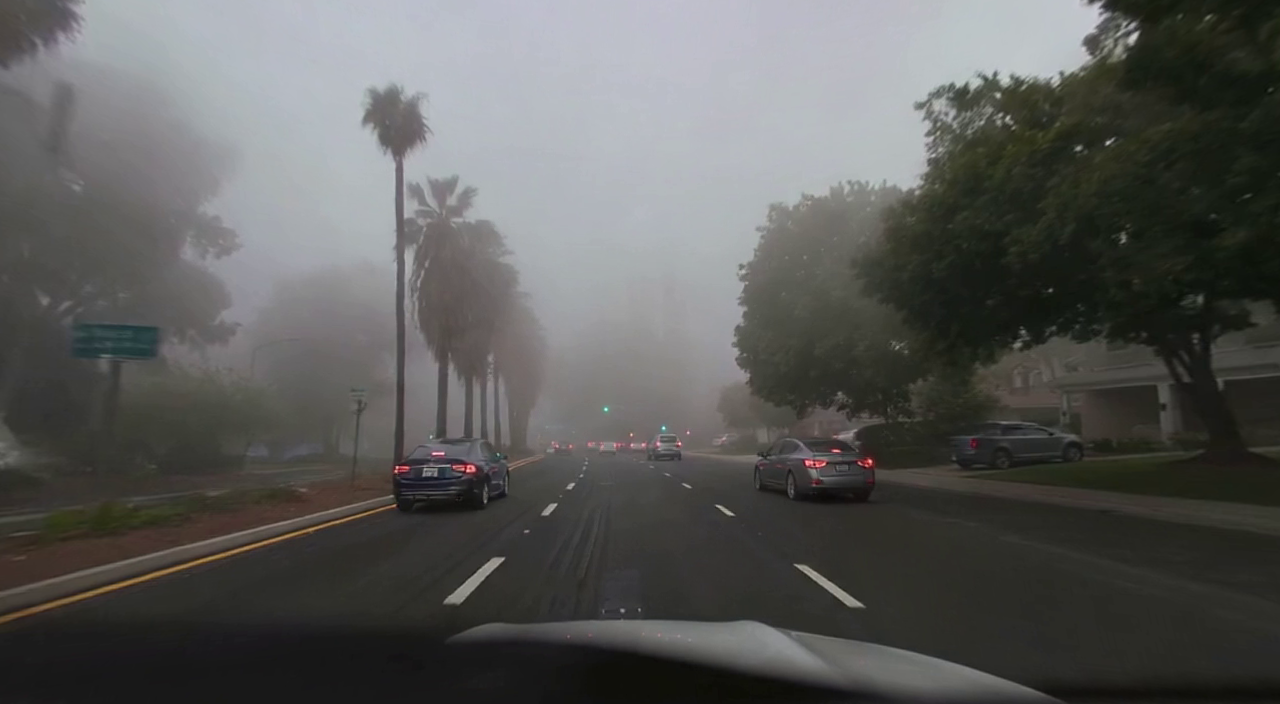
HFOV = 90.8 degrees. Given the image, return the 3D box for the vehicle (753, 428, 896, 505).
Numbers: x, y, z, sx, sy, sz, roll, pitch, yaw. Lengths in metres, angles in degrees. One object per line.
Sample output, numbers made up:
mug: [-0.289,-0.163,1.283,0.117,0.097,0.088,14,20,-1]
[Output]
vehicle: [3.980,2.541,14.442,1.870,1.491,4.009,0,-8,-3]

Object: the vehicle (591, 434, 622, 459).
vehicle: [-2.652,7.321,48.975,2.164,1.867,4.254,1,-8,-5]

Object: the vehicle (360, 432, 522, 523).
vehicle: [-3.670,2.370,12.549,1.924,1.473,4.200,0,-8,-1]

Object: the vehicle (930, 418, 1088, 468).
vehicle: [13.028,3.223,22.518,4.408,1.673,1.969,0,-8,-4]

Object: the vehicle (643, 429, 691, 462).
vehicle: [1.620,6.000,40.524,2.391,1.960,5.600,1,-8,-5]
